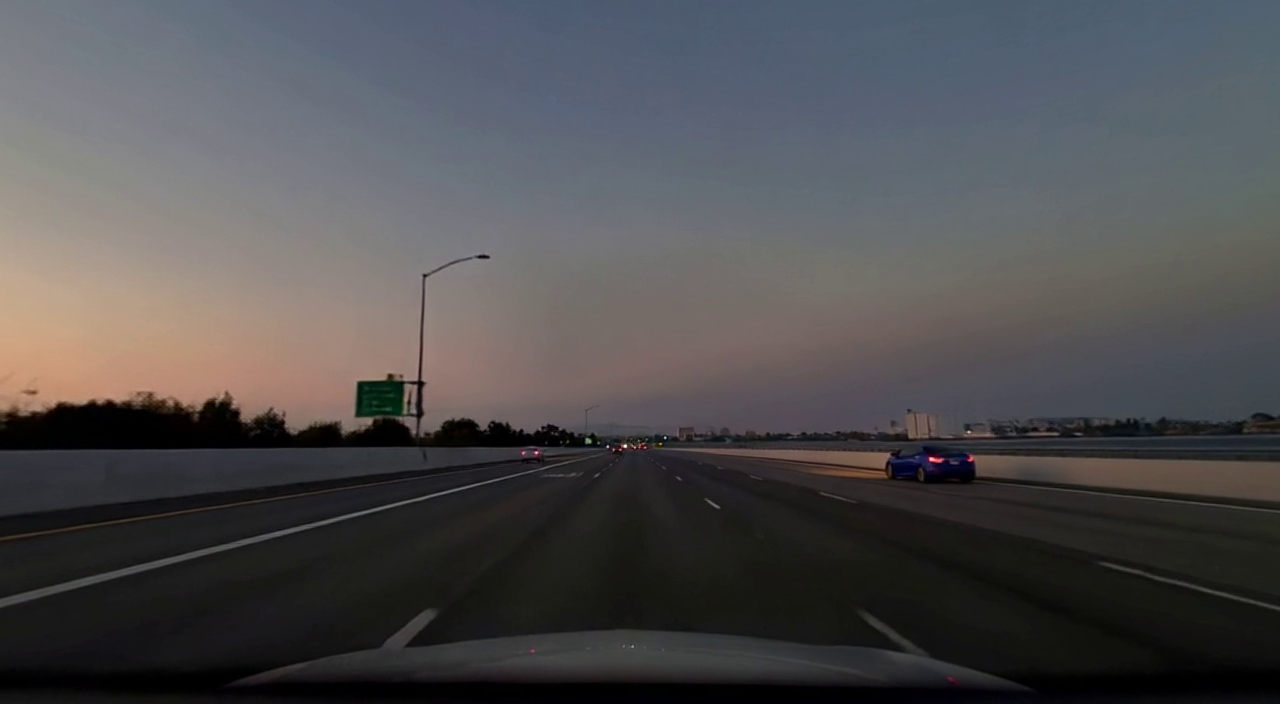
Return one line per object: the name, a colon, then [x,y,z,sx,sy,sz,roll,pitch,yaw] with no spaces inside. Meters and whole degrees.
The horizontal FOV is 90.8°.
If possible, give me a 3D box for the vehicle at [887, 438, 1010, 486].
vehicle: [10.668,3.818,22.283,1.985,1.493,4.486,0,-8,-1]
